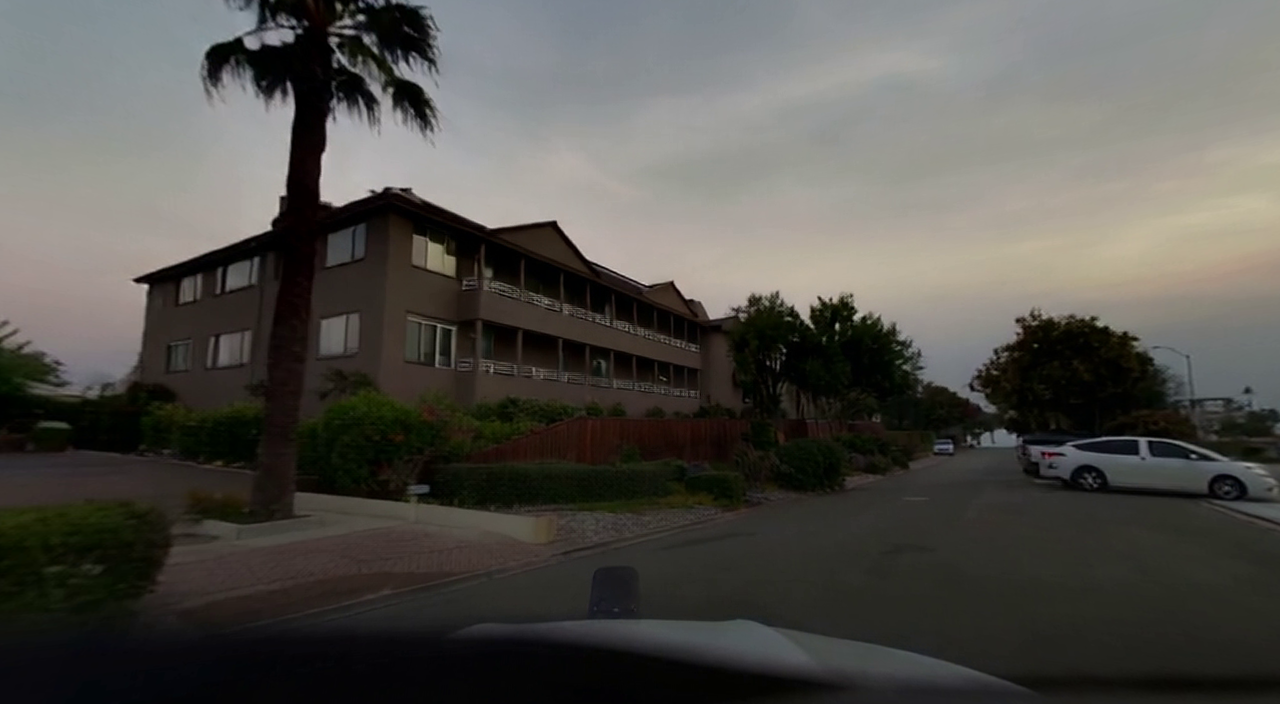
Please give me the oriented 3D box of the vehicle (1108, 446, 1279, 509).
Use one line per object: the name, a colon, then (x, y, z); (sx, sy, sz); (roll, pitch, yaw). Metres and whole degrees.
vehicle: (16.116, 3.557, 18.067); (4.195, 1.446, 1.979); (-4, -11, 40)
